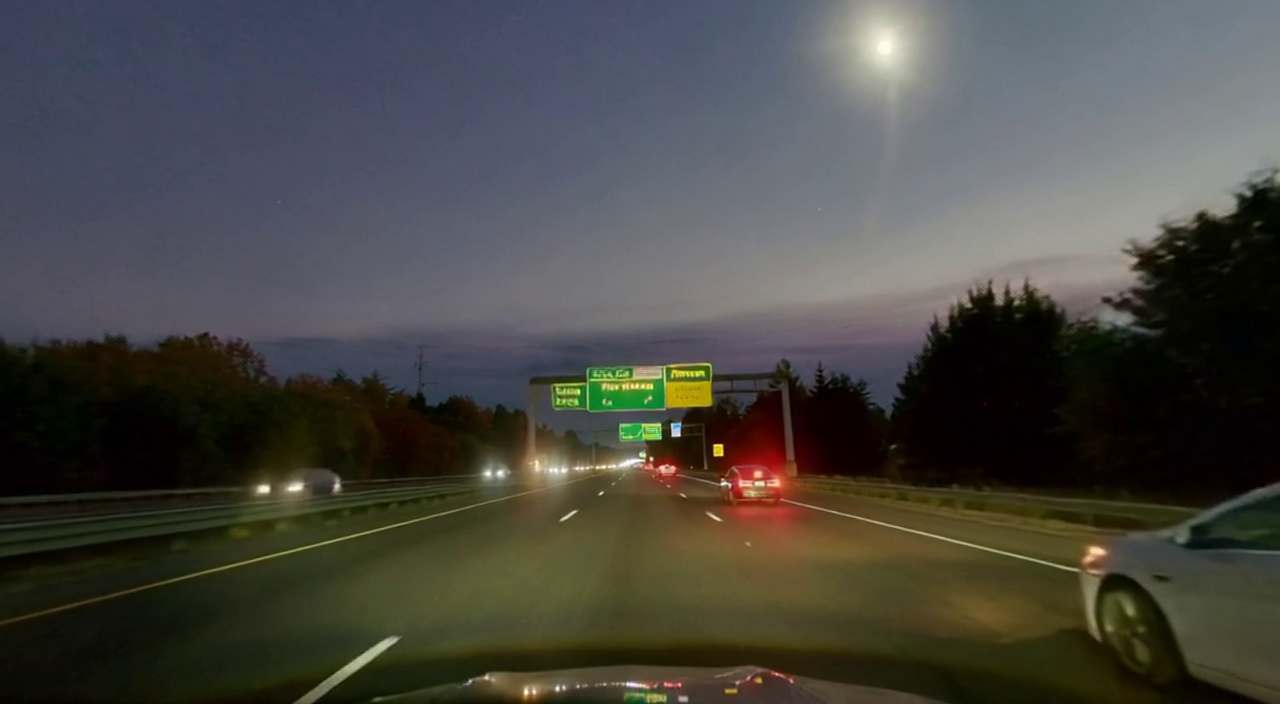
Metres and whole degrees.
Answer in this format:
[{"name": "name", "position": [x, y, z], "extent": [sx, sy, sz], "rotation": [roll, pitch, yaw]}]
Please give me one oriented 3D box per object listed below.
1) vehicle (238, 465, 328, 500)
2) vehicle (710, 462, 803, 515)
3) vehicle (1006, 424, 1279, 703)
[{"name": "vehicle", "position": [-16.285, 5.966, 28.958], "extent": [1.758, 1.449, 3.912], "rotation": [1, -10, 1]}, {"name": "vehicle", "position": [3.605, 4.369, 20.463], "extent": [2.051, 1.472, 4.547], "rotation": [1, -10, -1]}, {"name": "vehicle", "position": [4.106, 1.122, 2.835], "extent": [2.010, 1.579, 4.679], "rotation": [1, -10, -1]}]
